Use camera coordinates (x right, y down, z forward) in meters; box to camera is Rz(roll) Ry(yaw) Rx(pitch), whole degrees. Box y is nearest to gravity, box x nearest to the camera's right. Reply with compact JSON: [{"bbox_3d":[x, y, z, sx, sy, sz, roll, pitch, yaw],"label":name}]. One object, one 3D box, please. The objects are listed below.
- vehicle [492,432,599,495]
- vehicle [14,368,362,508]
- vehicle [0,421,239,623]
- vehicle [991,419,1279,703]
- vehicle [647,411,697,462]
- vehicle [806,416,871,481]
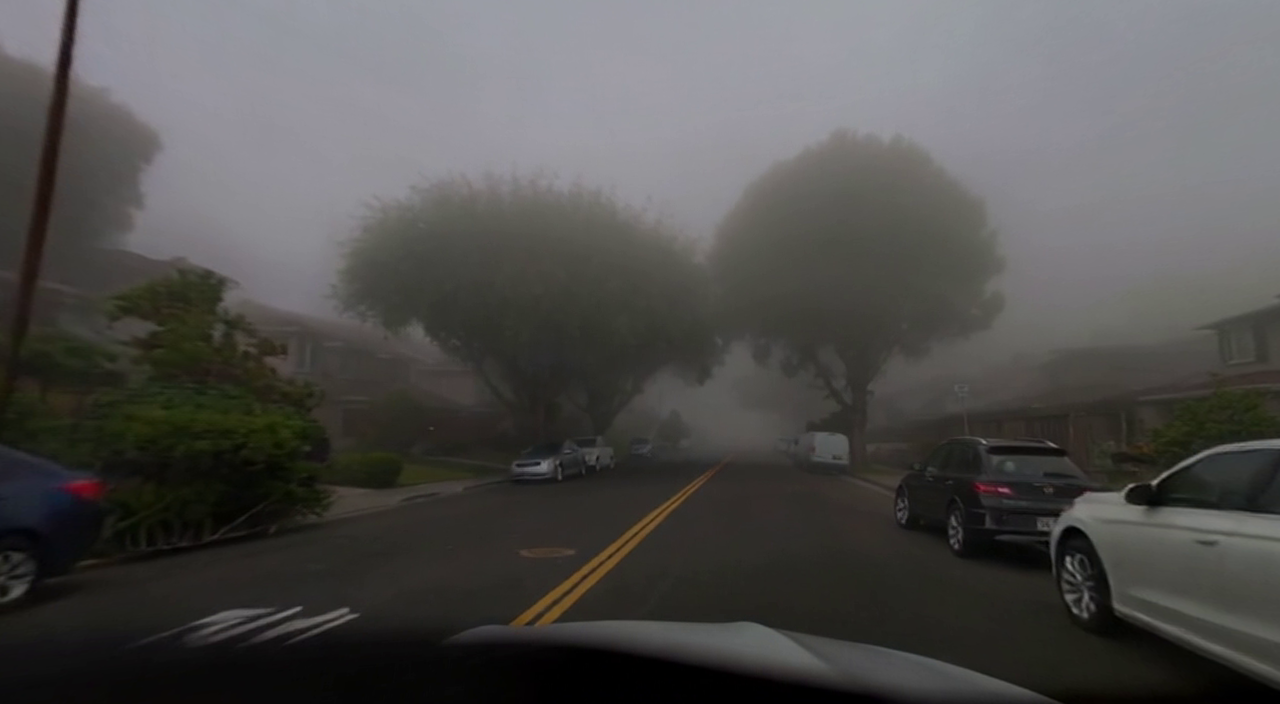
[{"bbox_3d":[-2.785,3.389,19.759,1.901,1.472,4.676,-5,-6,9],"label":"vehicle"},{"bbox_3d":[-8.595,1.656,12.323,5.210,2.370,2.336,-1,-7,9],"label":"vehicle"},{"bbox_3d":[-5.547,1.260,4.499,1.848,1.406,4.601,-3,-6,10],"label":"vehicle"},{"bbox_3d":[3.755,1.101,3.208,1.969,1.478,4.632,-1,-8,10],"label":"vehicle"},{"bbox_3d":[2.651,6.643,49.508,2.896,3.648,8.004,-1,-8,10],"label":"vehicle"},{"bbox_3d":[8.484,4.131,27.330,2.215,2.542,4.550,-1,-8,12],"label":"vehicle"}]
